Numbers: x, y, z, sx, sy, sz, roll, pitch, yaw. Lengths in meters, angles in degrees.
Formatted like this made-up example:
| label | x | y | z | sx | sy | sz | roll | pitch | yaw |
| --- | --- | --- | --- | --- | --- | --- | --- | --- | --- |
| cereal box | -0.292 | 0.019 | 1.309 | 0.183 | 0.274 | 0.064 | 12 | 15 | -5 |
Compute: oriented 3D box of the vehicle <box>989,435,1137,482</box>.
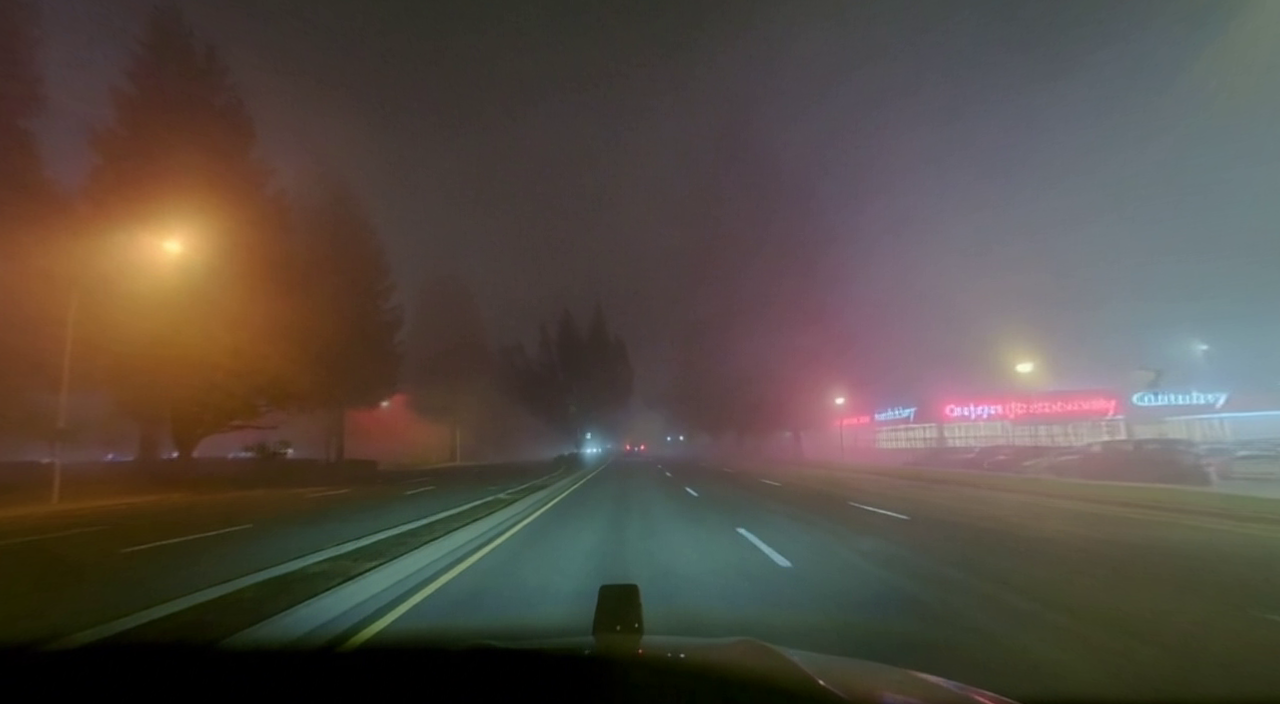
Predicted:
| label | x | y | z | sx | sy | sz | roll | pitch | yaw |
| --- | --- | --- | --- | --- | --- | --- | --- | --- | --- |
| vehicle | 18.391 | 4.644 | 27.650 | 4.904 | 1.924 | 2.095 | 1 | -8 | -1 |

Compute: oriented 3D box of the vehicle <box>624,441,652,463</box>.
| label | x | y | z | sx | sy | sz | roll | pitch | yaw |
| --- | --- | --- | --- | --- | --- | --- | --- | --- | --- |
| vehicle | -0.163 | 7.865 | 49.784 | 2.095 | 1.647 | 4.205 | 0 | -8 | -1 |

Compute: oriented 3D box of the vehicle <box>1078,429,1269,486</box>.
| label | x | y | z | sx | sy | sz | roll | pitch | yaw |
| --- | --- | --- | --- | --- | --- | --- | --- | --- | --- |
| vehicle | 18.856 | 3.743 | 22.525 | 4.739 | 1.916 | 2.136 | 0 | -8 | 1 |
